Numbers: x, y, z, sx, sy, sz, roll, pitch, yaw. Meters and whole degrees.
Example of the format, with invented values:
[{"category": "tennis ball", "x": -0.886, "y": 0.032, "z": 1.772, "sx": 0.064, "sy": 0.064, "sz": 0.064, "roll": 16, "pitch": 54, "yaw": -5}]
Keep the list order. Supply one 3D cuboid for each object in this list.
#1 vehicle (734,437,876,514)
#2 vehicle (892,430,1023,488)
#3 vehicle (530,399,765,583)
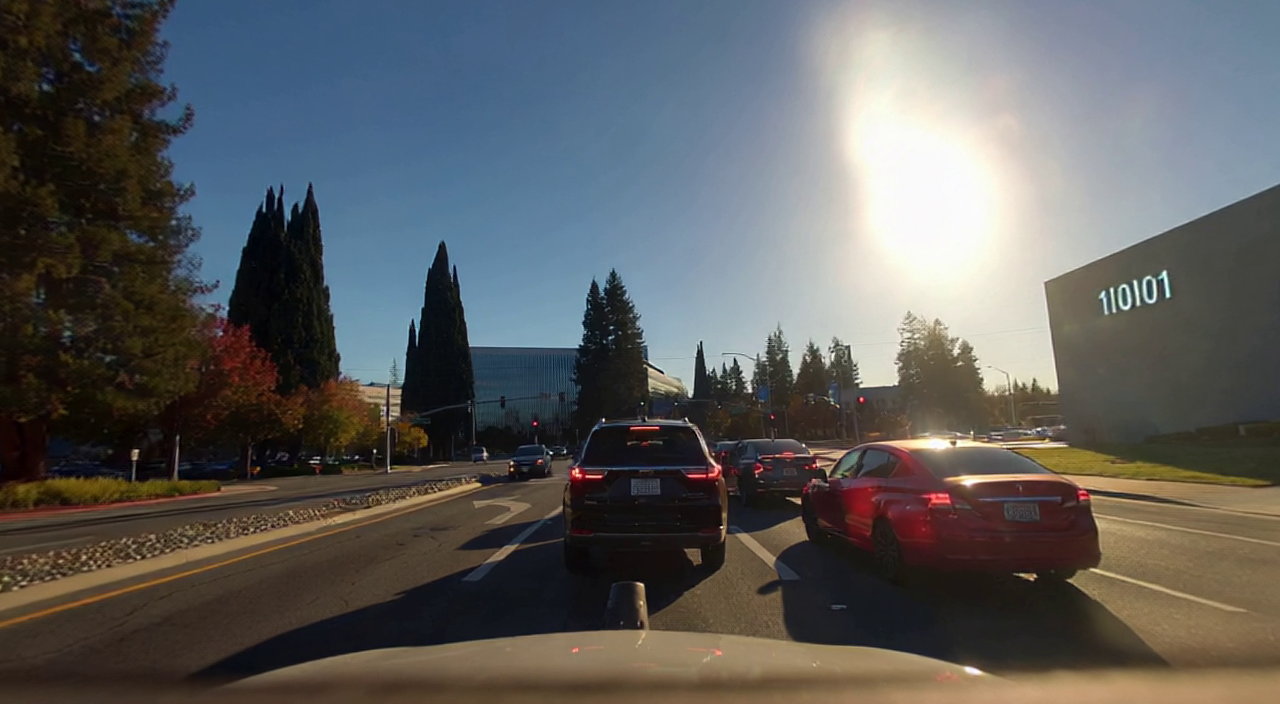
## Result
[{"category": "vehicle", "x": 3.508, "y": 2.719, "z": 14.401, "sx": 1.997, "sy": 1.471, "sz": 4.321, "roll": 0, "pitch": -9, "yaw": -1}, {"category": "vehicle", "x": 10.879, "y": 3.697, "z": 22.120, "sx": 2.123, "sy": 1.812, "sz": 4.553, "roll": 0, "pitch": -9, "yaw": -1}, {"category": "vehicle", "x": 0.068, "y": 1.659, "z": 8.265, "sx": 2.266, "sy": 1.762, "sz": 4.131, "roll": 0, "pitch": -9, "yaw": 0}]
